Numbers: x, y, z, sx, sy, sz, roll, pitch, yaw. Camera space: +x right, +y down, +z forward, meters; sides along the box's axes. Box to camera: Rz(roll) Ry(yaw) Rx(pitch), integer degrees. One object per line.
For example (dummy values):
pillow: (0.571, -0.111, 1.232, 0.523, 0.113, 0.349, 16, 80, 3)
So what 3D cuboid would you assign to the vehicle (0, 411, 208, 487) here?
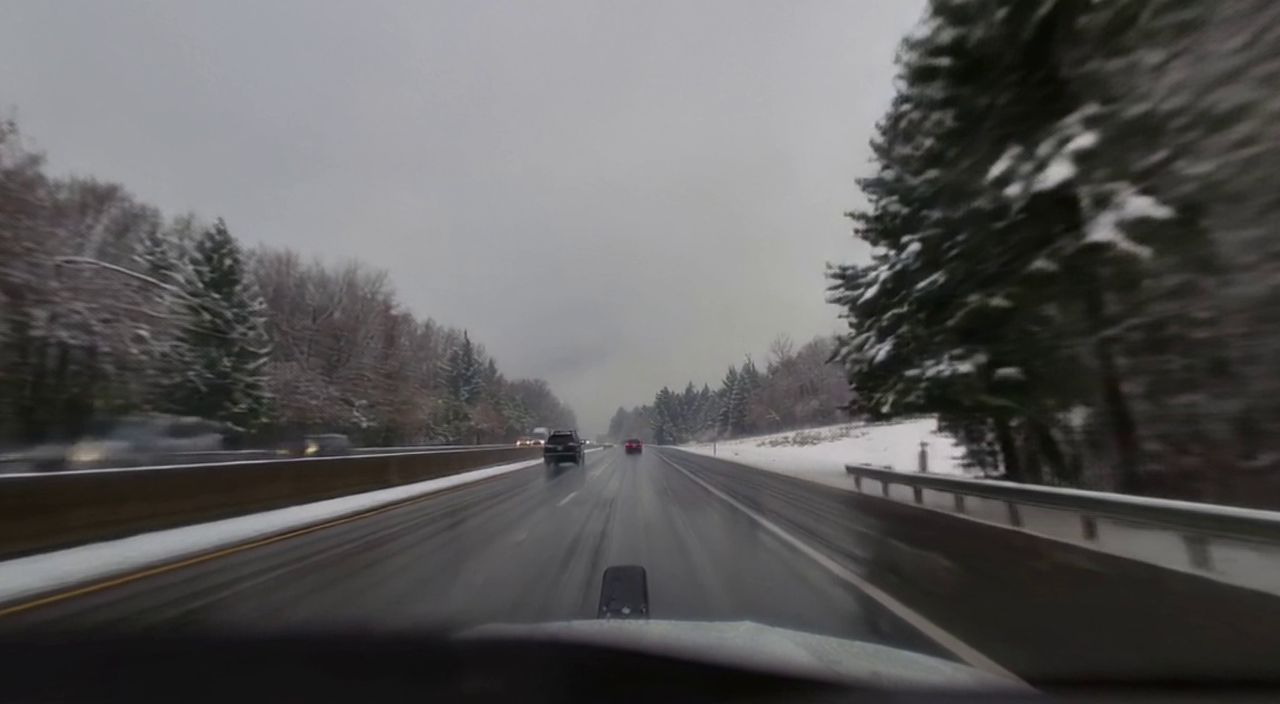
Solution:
vehicle: (-12.751, 2.295, 15.032, 1.887, 1.536, 4.163, 0, -8, -1)

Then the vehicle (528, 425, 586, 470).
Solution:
vehicle: (-3.954, 4.687, 30.996, 2.241, 2.034, 4.890, 0, -8, -1)

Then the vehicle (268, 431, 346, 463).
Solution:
vehicle: (-16.969, 4.862, 32.314, 1.797, 1.511, 4.127, 0, -8, -1)
